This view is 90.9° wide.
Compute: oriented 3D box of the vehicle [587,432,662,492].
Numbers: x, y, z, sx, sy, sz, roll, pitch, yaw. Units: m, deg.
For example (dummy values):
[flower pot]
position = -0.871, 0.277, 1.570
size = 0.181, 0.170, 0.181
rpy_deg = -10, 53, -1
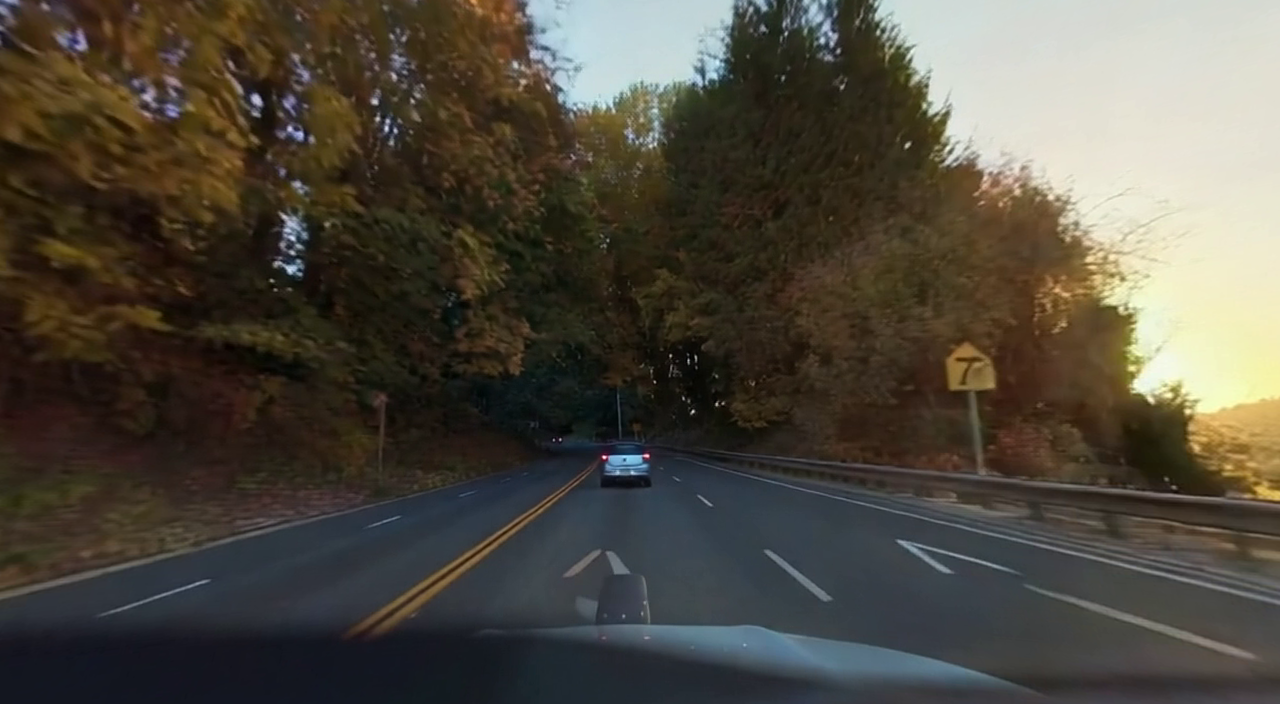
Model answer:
[vehicle]
position = -0.453, 3.251, 18.886
size = 2.037, 1.601, 3.643
rpy_deg = 0, -9, -1
